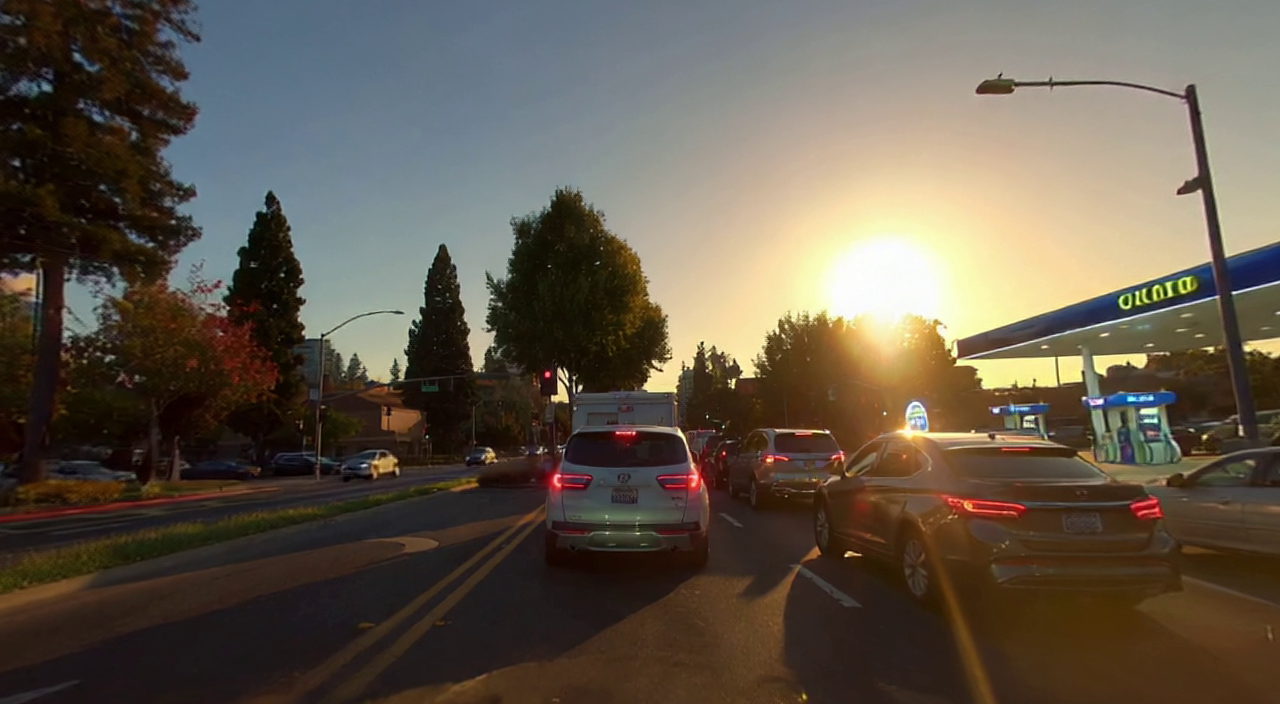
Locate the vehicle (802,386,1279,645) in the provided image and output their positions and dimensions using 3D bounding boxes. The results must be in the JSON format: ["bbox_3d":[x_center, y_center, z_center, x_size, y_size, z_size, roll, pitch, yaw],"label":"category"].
[{"bbox_3d":[3.369,1.411,6.482,2.056,1.700,4.399,0,-9,-2],"label":"vehicle"}]

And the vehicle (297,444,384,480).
[{"bbox_3d":[-17.864,6.541,38.064,2.325,1.938,5.913,0,-9,0],"label":"vehicle"}]

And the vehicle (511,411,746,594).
[{"bbox_3d":[-0.142,1.634,7.610,2.106,1.613,3.697,0,-9,-1],"label":"vehicle"}]

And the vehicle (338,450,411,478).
[{"bbox_3d":[-14.809,6.242,35.509,2.011,1.465,4.528,-1,-9,1],"label":"vehicle"}]

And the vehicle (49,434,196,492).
[{"bbox_3d":[-26.933,5.758,33.316,2.571,2.711,6.027,0,-9,-1],"label":"vehicle"}]
